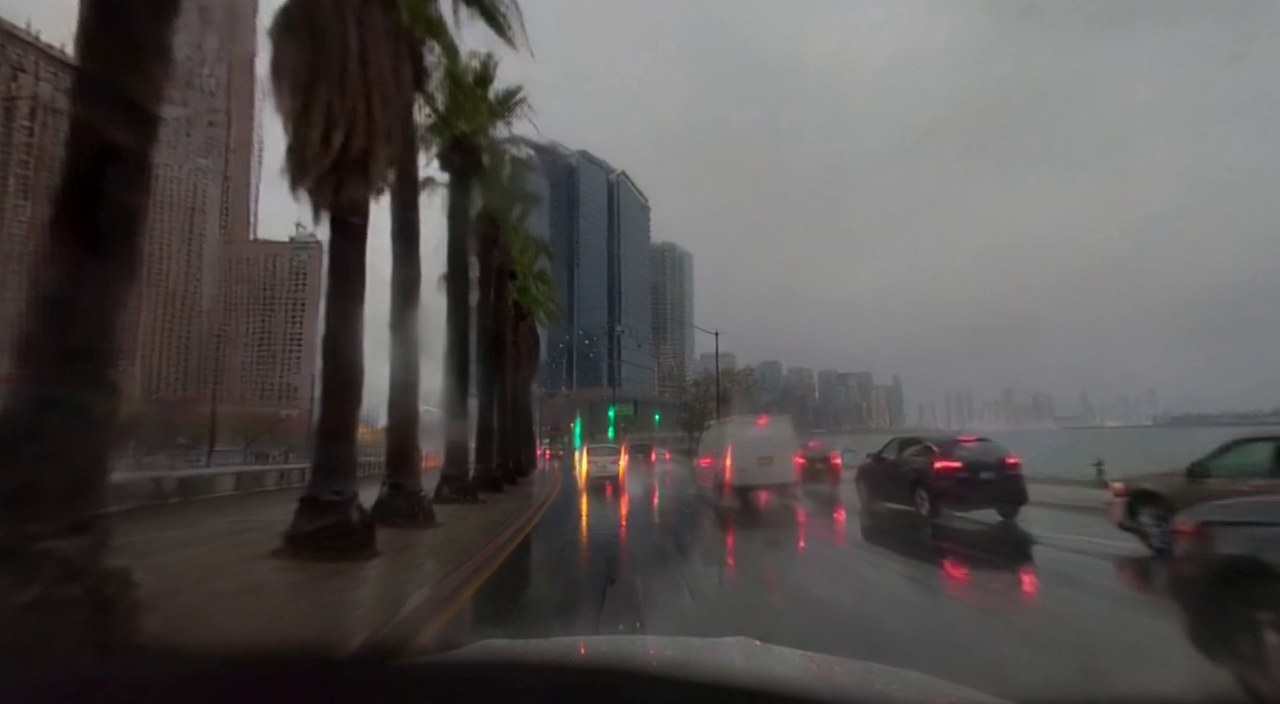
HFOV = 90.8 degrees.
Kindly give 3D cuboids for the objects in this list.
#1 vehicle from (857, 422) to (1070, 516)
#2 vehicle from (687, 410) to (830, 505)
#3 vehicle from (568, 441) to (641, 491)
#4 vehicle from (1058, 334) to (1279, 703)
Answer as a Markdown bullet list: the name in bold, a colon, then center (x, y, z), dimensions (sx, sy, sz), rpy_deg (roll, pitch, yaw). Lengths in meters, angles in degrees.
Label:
- **vehicle**: center (6.977, 2.572, 14.415), dimensions (2.164, 1.745, 4.677), rpy_deg (0, -9, -3)
- **vehicle**: center (2.965, 2.844, 17.348), dimensions (2.434, 2.171, 5.098), rpy_deg (0, -9, -6)
- **vehicle**: center (-1.461, 4.184, 23.610), dimensions (2.332, 1.625, 4.933), rpy_deg (1, -9, -8)
- **vehicle**: center (3.606, 0.633, 1.545), dimensions (2.151, 1.695, 4.258), rpy_deg (-1, -9, -1)
